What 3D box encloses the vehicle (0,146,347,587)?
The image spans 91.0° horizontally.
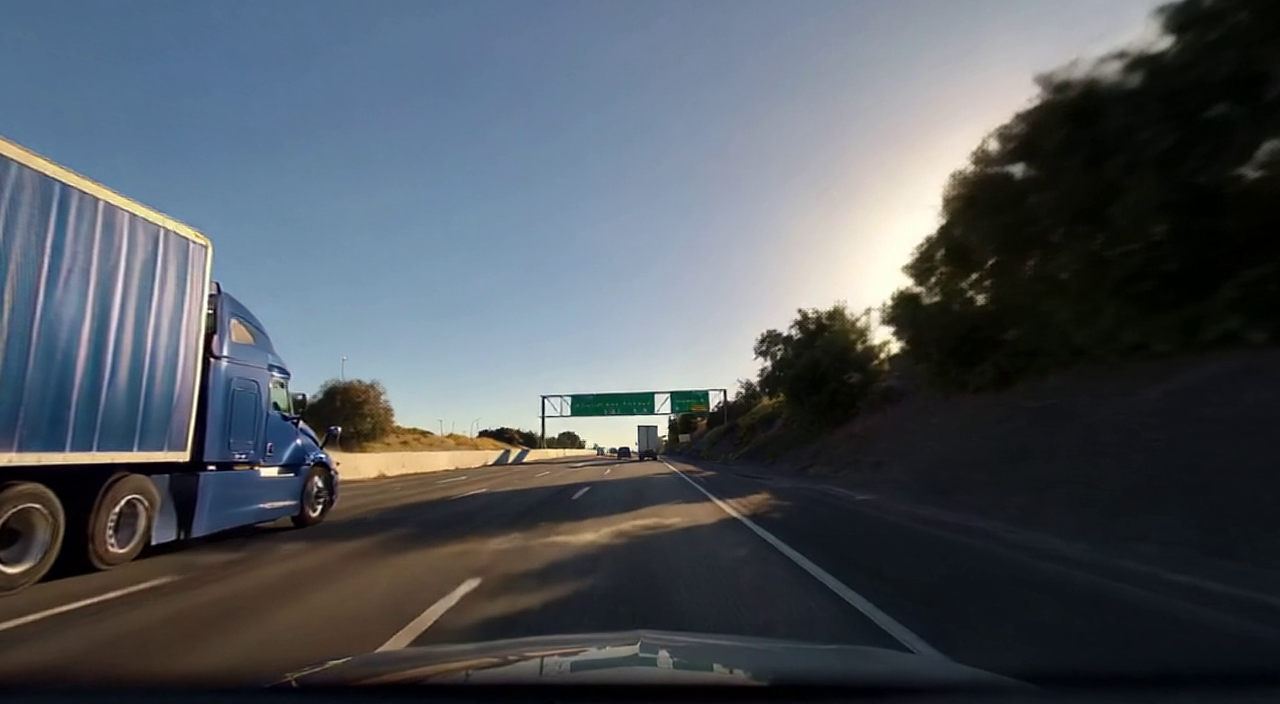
[{"bbox_3d":[-7.253,0.420,7.613,2.996,3.947,8.600,0,-9,1],"label":"vehicle"}]
